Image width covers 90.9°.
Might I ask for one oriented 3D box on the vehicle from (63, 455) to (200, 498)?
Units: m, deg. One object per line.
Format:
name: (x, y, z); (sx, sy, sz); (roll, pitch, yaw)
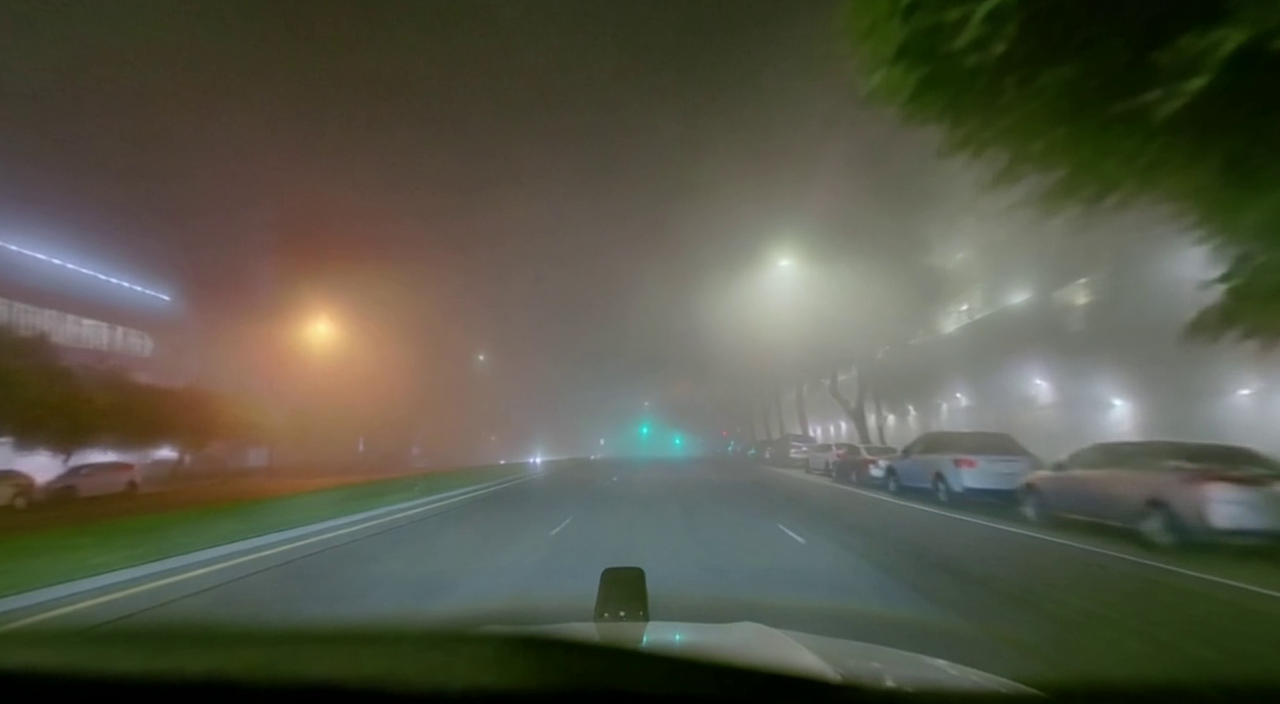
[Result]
vehicle: (-21.696, 5.288, 27.220); (1.936, 1.538, 4.777); (-3, -9, 0)

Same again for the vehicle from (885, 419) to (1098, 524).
vehicle: (7.305, 2.537, 13.869); (1.974, 1.876, 4.842); (-1, -9, 2)

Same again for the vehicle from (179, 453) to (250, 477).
vehicle: (-28.897, 7.665, 42.999); (1.879, 1.518, 4.165); (-1, -9, 1)

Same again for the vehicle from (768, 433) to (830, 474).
vehicle: (7.811, 5.045, 31.472); (1.908, 1.833, 4.711); (0, -9, 1)

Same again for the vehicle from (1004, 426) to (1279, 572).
vehicle: (7.330, 1.919, 8.936); (1.786, 1.538, 4.266); (2, -9, 0)
